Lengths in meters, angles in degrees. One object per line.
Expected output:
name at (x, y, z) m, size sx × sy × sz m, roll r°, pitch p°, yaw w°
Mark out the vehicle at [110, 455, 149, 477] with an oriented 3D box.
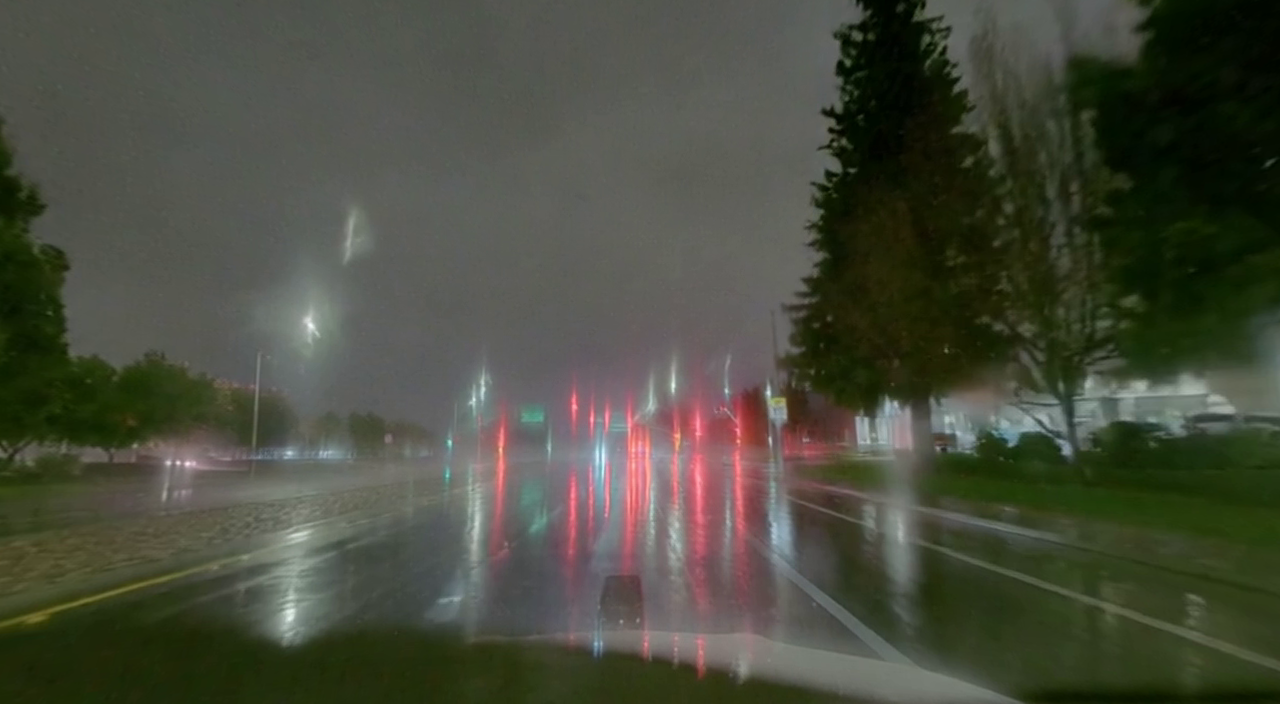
vehicle at (-38.837, 8.612, 48.024) m, size 3.778 × 1.445 × 1.746 m, roll -6°, pitch -11°, yaw 44°
